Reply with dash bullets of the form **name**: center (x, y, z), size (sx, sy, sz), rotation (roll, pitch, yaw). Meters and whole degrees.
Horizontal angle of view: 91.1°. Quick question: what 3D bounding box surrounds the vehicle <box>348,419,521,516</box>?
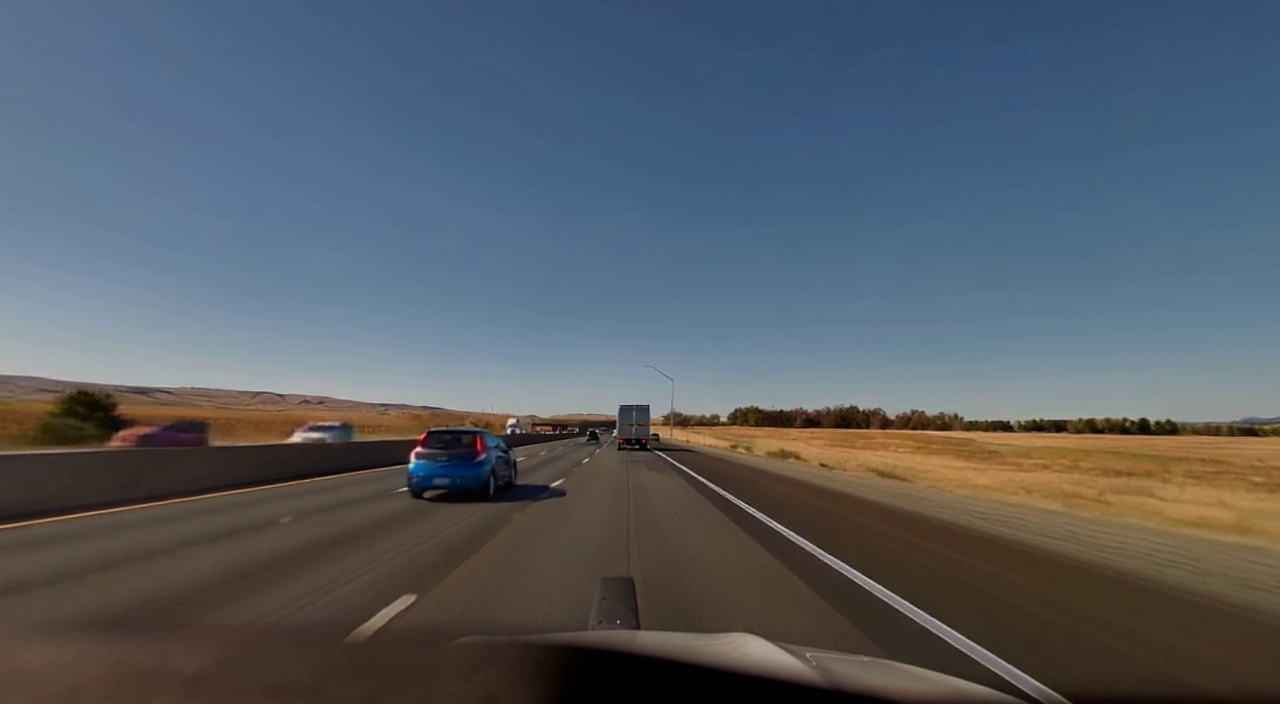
- **vehicle**: center (-3.618, 2.087, 11.942), size (1.955, 1.508, 3.996), rotation (0, -8, 0)

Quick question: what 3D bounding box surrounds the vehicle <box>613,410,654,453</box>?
- **vehicle**: center (-0.566, 5.539, 43.513), size (2.418, 2.704, 6.445), rotation (1, -8, -4)

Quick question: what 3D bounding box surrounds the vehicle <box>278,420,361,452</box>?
- **vehicle**: center (-15.758, 4.168, 31.209), size (1.909, 1.492, 4.200), rotation (0, -8, 0)

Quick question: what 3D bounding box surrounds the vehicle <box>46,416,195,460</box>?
- **vehicle**: center (-19.675, 3.299, 24.124), size (1.996, 1.512, 4.393), rotation (0, -8, -1)
